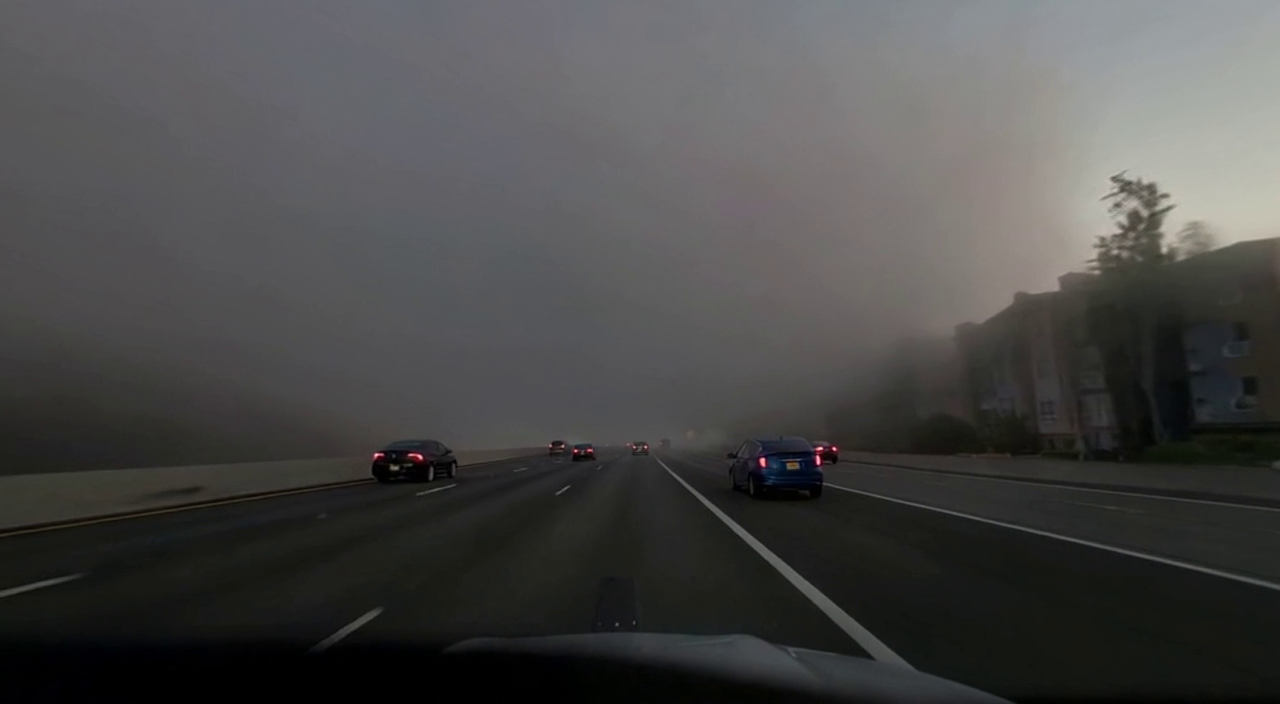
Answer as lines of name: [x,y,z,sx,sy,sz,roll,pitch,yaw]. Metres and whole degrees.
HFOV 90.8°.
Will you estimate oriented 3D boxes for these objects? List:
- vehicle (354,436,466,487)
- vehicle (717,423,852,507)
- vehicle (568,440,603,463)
vehicle: [-7.565,3.640,21.325,2.021,1.496,4.495,0,-9,1]
vehicle: [3.181,2.608,14.972,2.080,1.694,4.286,0,-9,-1]
vehicle: [-3.682,6.830,43.430,2.002,1.466,4.378,0,-9,0]
